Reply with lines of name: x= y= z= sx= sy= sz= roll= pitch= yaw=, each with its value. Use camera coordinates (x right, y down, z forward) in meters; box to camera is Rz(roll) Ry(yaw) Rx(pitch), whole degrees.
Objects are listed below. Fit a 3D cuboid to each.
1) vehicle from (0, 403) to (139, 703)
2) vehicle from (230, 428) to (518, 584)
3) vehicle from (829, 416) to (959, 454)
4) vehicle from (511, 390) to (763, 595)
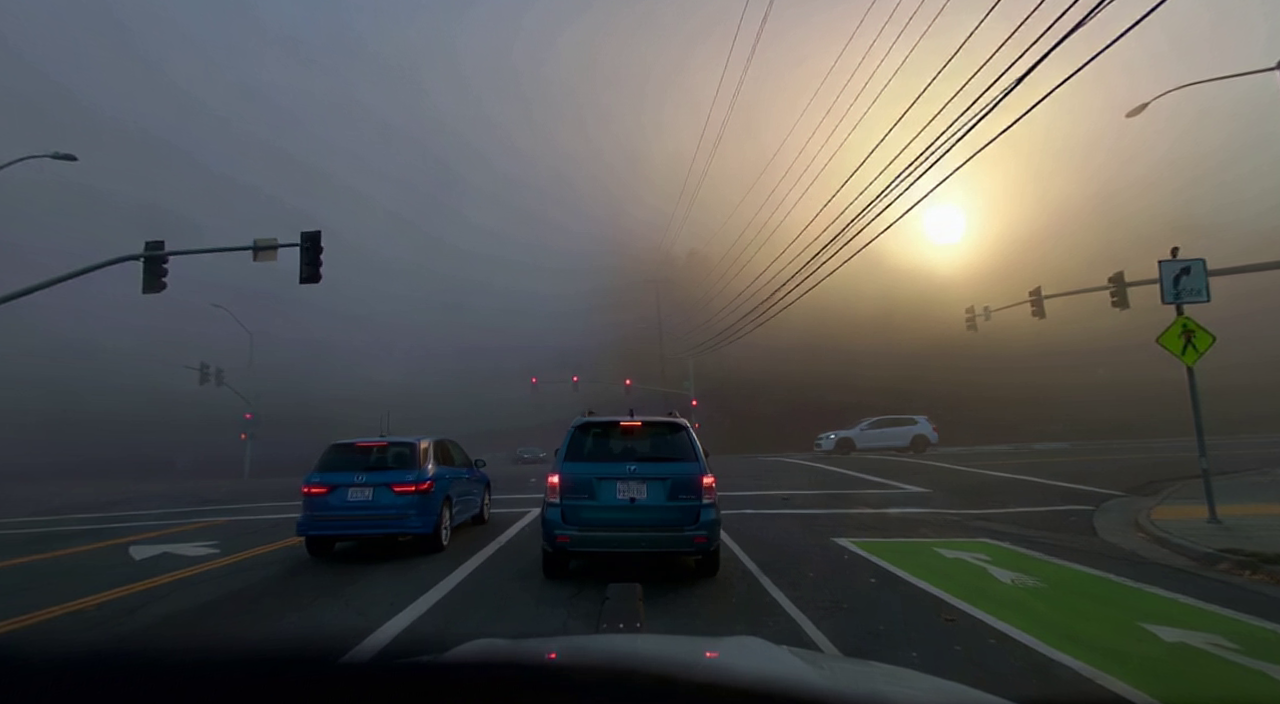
vehicle: x=-3.349 y=0.662 z=0.439 sx=1.928 sy=1.488 sz=4.936 roll=0 pitch=-8 yaw=0
vehicle: x=-2.934 y=1.765 z=8.015 sx=1.969 sy=1.486 sz=3.702 roll=0 pitch=-8 yaw=1
vehicle: x=13.845 y=4.601 z=34.831 sx=6.143 sy=1.944 sz=2.229 roll=-1 pitch=-8 yaw=5
vehicle: x=-0.055 y=1.519 z=7.606 sx=2.182 sy=1.773 sz=4.041 roll=0 pitch=-8 yaw=-1
